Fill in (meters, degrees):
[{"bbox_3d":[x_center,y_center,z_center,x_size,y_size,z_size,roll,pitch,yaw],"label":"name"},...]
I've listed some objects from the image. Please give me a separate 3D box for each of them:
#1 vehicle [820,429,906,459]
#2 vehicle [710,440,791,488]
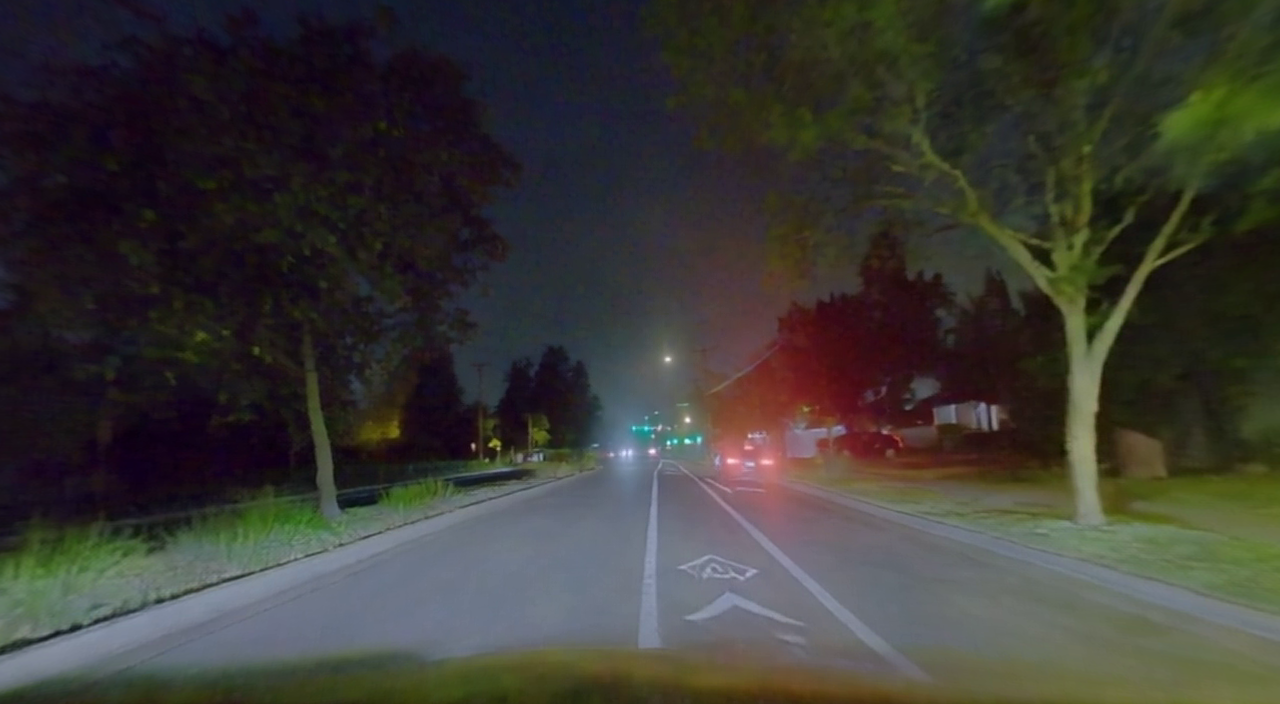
[{"bbox_3d":[11.716,4.872,33.251,3.827,1.512,1.855,0,-8,1],"label":"vehicle"},{"bbox_3d":[3.832,3.975,22.745,1.979,1.524,4.578,0,-8,-2],"label":"vehicle"}]
